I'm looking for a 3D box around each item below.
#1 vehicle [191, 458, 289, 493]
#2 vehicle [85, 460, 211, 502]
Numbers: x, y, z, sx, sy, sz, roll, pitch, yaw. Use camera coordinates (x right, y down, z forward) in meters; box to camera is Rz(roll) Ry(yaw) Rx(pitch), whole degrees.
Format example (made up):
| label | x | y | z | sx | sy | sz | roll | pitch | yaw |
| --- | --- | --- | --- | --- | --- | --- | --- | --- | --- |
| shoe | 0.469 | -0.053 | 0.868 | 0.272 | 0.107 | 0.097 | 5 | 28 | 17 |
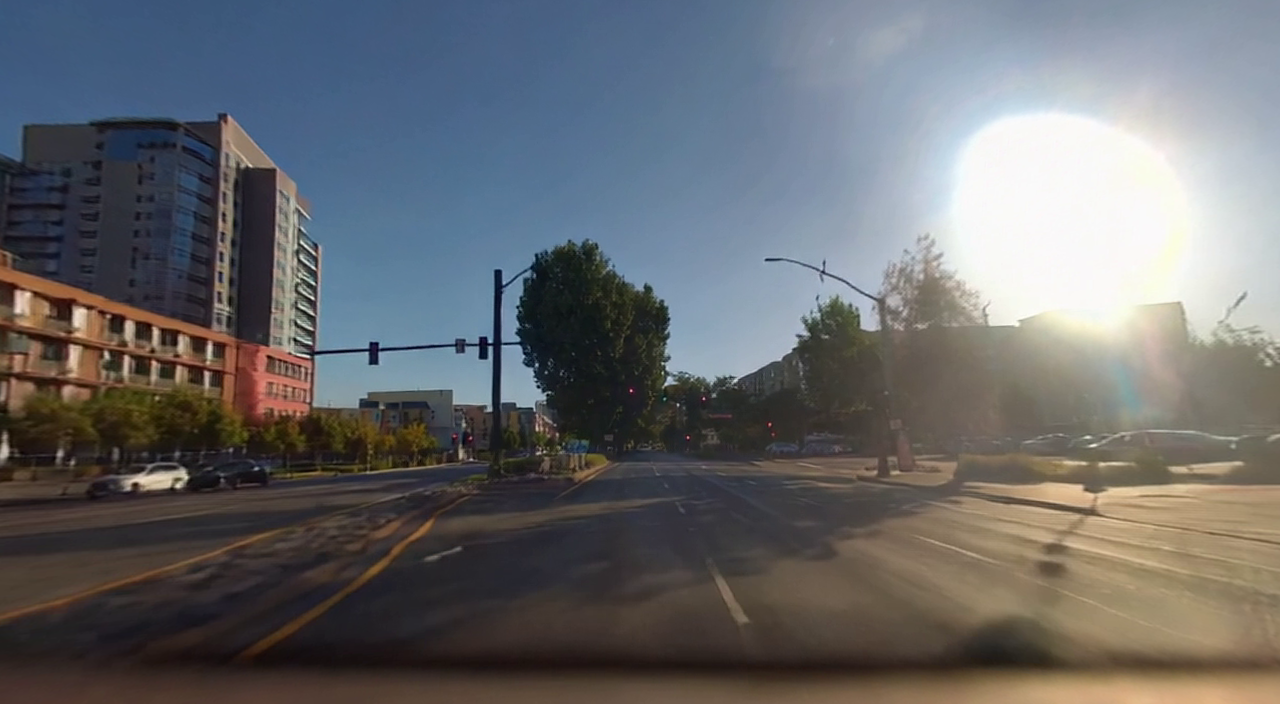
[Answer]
| label | x | y | z | sx | sy | sz | roll | pitch | yaw |
| --- | --- | --- | --- | --- | --- | --- | --- | --- | --- |
| vehicle | -19.750 | 6.082 | 31.469 | 1.911 | 1.458 | 4.547 | -1 | -8 | 0 |
| vehicle | -19.926 | 5.201 | 25.822 | 1.713 | 1.499 | 4.040 | -1 | -9 | 3 |
